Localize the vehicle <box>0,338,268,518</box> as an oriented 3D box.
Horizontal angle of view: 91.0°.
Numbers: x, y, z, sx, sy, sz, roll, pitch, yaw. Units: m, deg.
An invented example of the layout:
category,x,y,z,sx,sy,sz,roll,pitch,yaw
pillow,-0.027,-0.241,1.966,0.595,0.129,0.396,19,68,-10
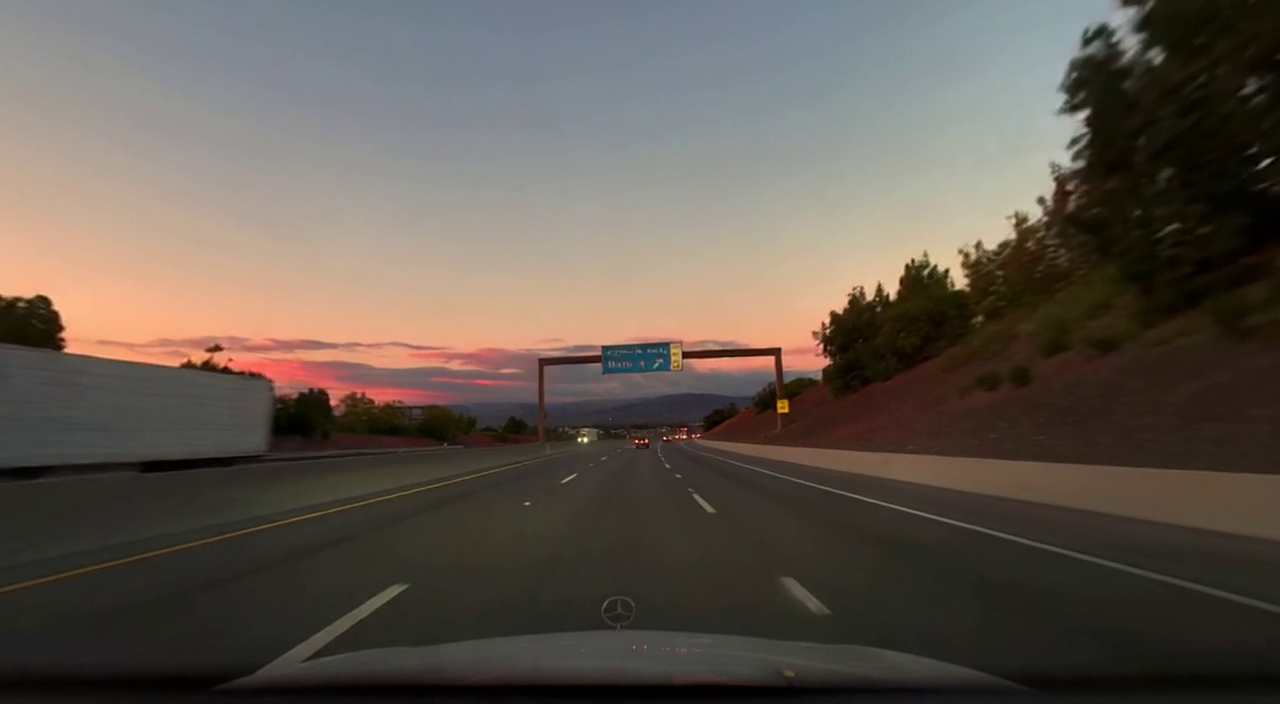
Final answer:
category,x,y,z,sx,sy,sz,roll,pitch,yaw
vehicle,-16.075,2.188,17.521,2.911,4.072,14.044,0,-8,0
